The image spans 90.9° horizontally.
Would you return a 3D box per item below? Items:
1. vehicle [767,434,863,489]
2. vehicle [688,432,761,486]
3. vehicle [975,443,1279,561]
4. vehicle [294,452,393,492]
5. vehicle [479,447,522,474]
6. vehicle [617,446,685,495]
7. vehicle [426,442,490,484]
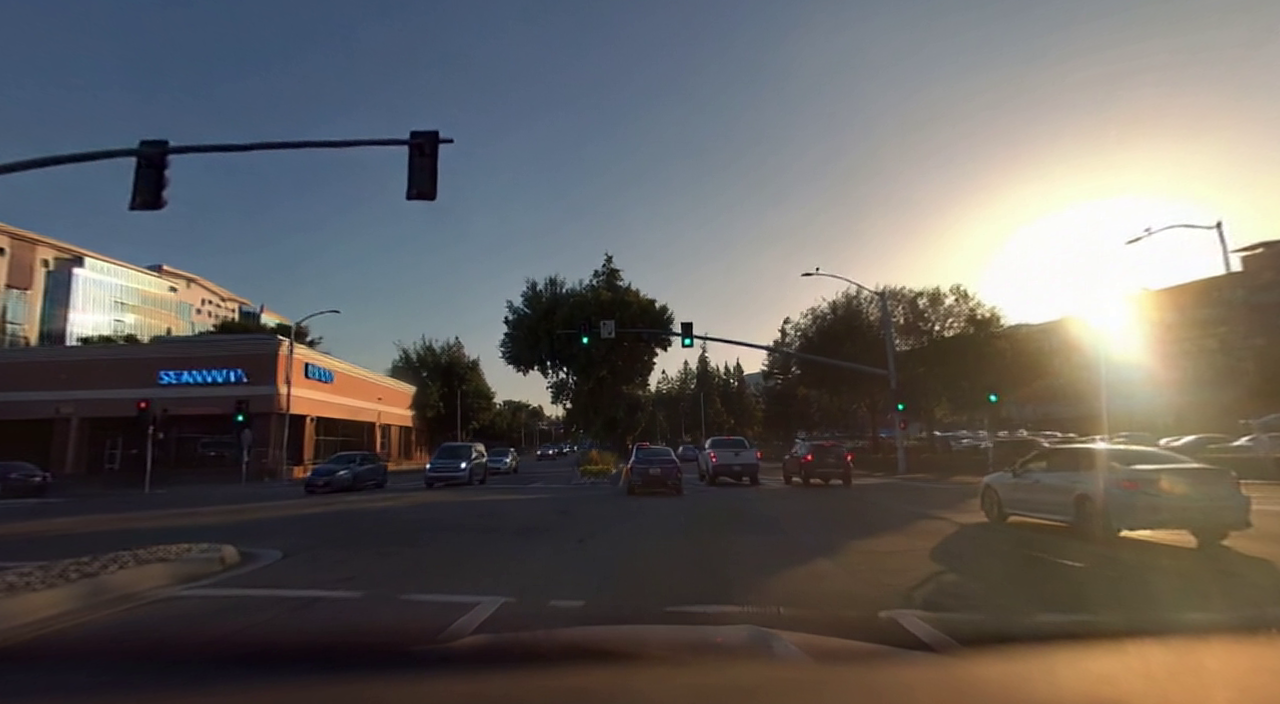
[{"bbox_3d":[7.022,4.453,26.061,2.323,2.009,5.266,0,-8,-2],"label":"vehicle"},{"bbox_3d":[3.559,4.644,27.756,2.358,2.116,5.328,0,-8,-2],"label":"vehicle"},{"bbox_3d":[7.756,2.264,10.435,1.905,1.498,4.463,0,-8,-1],"label":"vehicle"},{"bbox_3d":[-12.580,5.093,27.199,1.969,1.486,4.773,0,-8,0],"label":"vehicle"},{"bbox_3d":[-8.949,6.954,40.763,1.827,1.602,4.115,0,-8,-1],"label":"vehicle"},{"bbox_3d":[0.276,3.838,20.807,2.038,1.447,3.756,0,-8,-2],"label":"vehicle"},{"bbox_3d":[-8.385,5.135,29.465,1.904,1.789,4.021,0,-8,-2],"label":"vehicle"}]
